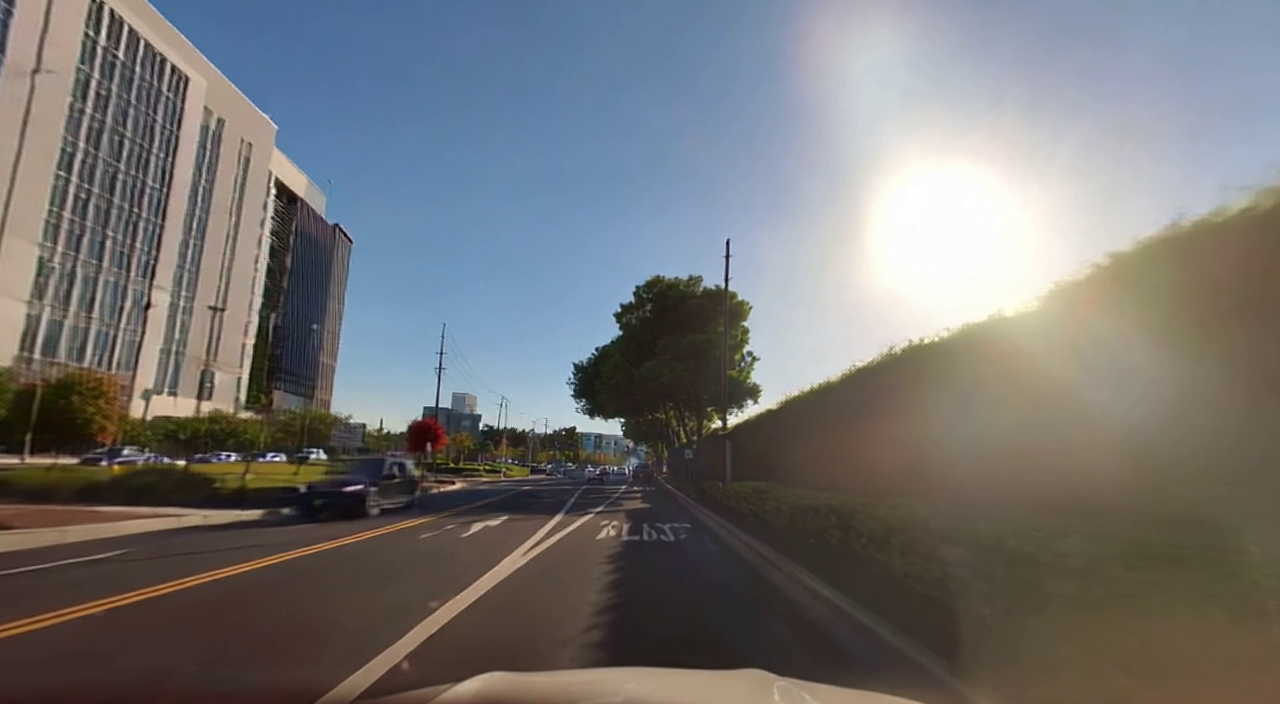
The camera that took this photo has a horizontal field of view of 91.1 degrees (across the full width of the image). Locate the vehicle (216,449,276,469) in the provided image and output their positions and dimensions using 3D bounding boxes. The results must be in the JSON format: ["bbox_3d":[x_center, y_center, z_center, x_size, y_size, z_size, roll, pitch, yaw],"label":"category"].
[{"bbox_3d":[-30.851,8.405,49.174,3.795,1.474,1.828,-3,-11,18],"label":"vehicle"}]

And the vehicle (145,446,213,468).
[{"bbox_3d":[-32.684,7.453,44.527,3.977,1.439,1.775,-3,-11,20],"label":"vehicle"}]

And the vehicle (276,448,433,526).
[{"bbox_3d":[-6.376,3.075,14.569,1.922,1.540,3.771,1,-11,-2],"label":"vehicle"}]

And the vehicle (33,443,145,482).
[{"bbox_3d":[-26.152,5.246,29.822,4.630,1.710,2.035,-4,-11,23],"label":"vehicle"}]
